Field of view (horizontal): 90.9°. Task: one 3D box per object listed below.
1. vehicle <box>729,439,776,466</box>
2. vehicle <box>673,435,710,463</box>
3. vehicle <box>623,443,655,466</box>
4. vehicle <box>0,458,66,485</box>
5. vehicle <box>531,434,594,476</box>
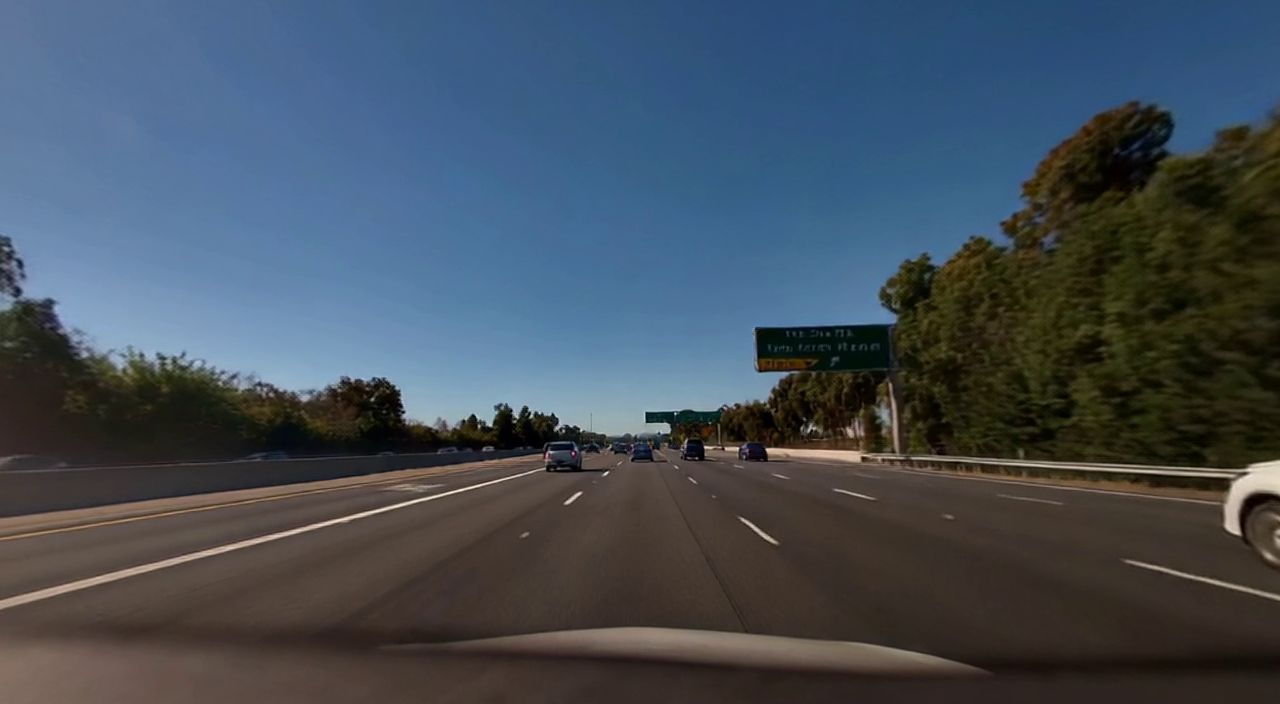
[{"bbox_3d":[7.380,6.622,41.860,2.196,1.659,4.451,0,-8,-1],"label":"vehicle"},{"bbox_3d":[3.849,7.433,48.295,2.348,1.991,5.460,0,-8,0],"label":"vehicle"},{"bbox_3d":[-0.045,6.790,41.966,2.050,1.452,3.917,0,-8,1],"label":"vehicle"},{"bbox_3d":[-36.980,7.045,37.327,1.826,1.459,4.329,0,-8,1],"label":"vehicle"},{"bbox_3d":[-3.435,4.669,28.832,2.118,1.750,4.875,-1,-8,2],"label":"vehicle"}]
